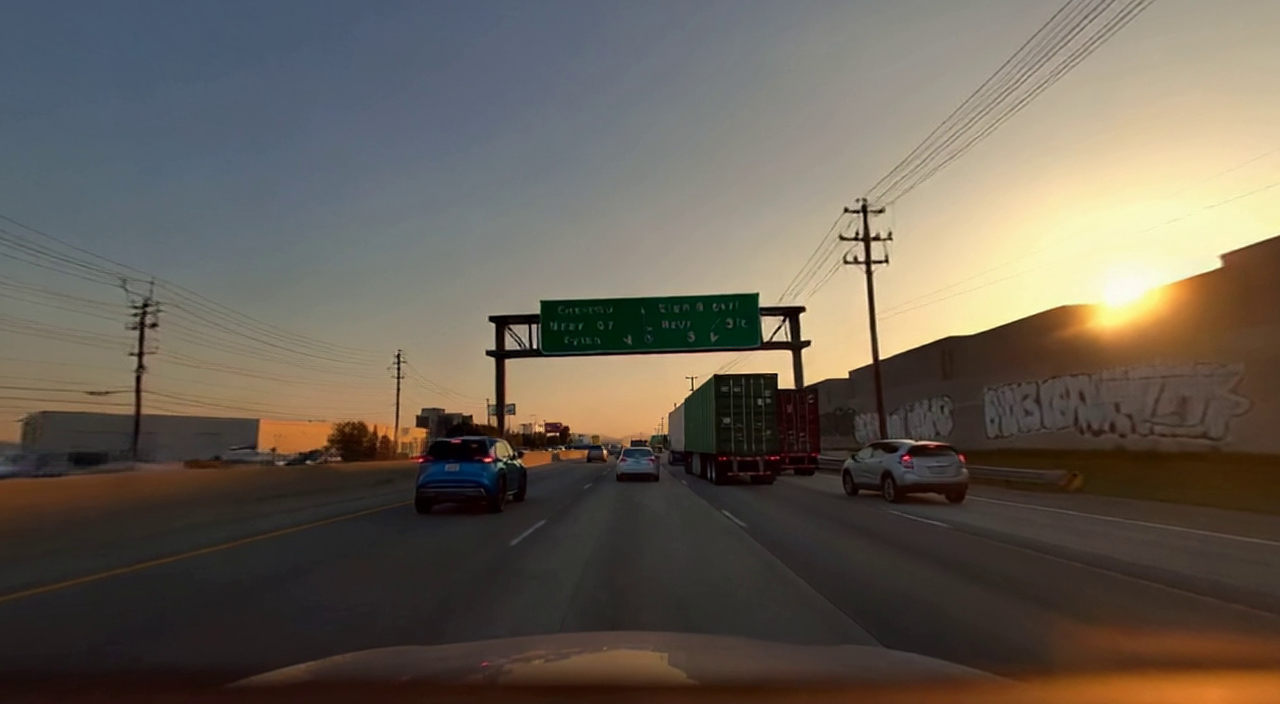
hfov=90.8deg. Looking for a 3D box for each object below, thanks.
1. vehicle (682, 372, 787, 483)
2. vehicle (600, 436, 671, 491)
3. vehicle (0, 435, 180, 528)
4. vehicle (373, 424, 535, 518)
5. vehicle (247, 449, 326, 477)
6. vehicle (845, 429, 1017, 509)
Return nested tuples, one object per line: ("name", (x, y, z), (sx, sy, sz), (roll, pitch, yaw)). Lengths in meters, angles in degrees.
("vehicle", (3.847, 3.738, 29.591), (2.800, 4.039, 13.179), (0, -9, 0))
("vehicle", (-0.160, 3.781, 21.737), (2.191, 1.685, 4.015), (0, -9, -1))
("vehicle", (-11.601, 2.436, 12.351), (1.904, 1.518, 4.443), (0, -9, -1))
("vehicle", (-4.001, 2.676, 14.640), (2.264, 1.804, 4.584), (0, -9, 1))
("vehicle", (-19.471, 6.113, 35.039), (1.858, 1.460, 4.599), (0, -9, -2))
("vehicle", (7.146, 2.920, 16.205), (2.202, 1.731, 4.628), (0, -9, 0))
